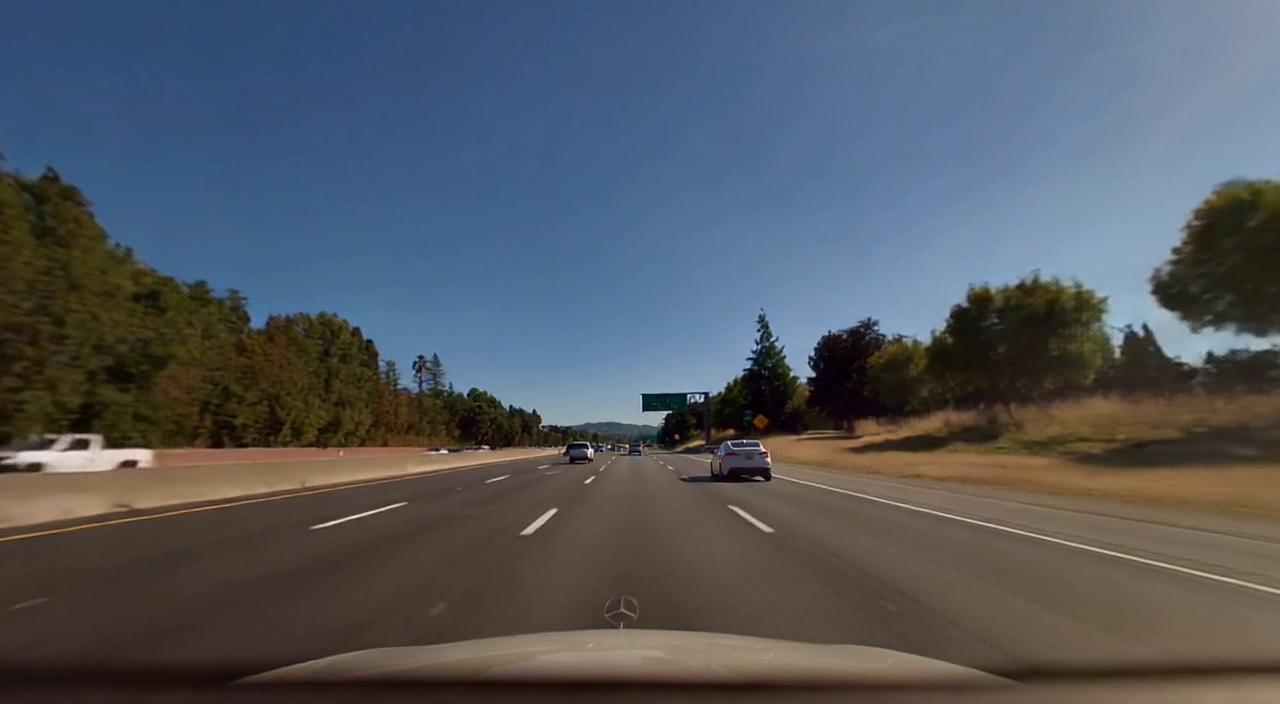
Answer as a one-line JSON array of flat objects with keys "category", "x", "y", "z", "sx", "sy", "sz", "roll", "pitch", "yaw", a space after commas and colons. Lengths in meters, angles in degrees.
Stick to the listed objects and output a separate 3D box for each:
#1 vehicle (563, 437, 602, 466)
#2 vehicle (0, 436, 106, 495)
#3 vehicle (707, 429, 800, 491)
[{"category": "vehicle", "x": -3.770, "y": 6.605, "z": 42.072, "sx": 2.173, "sy": 1.793, "sz": 4.564, "roll": 0, "pitch": -9, "yaw": 0}, {"category": "vehicle", "x": -21.489, "y": 3.857, "z": 21.729, "sx": 2.123, "sy": 1.862, "sz": 4.696, "roll": 0, "pitch": -9, "yaw": -1}, {"category": "vehicle", "x": 3.438, "y": 3.377, "z": 19.965, "sx": 2.053, "sy": 1.714, "sz": 4.097, "roll": 0, "pitch": -9, "yaw": -1}]
